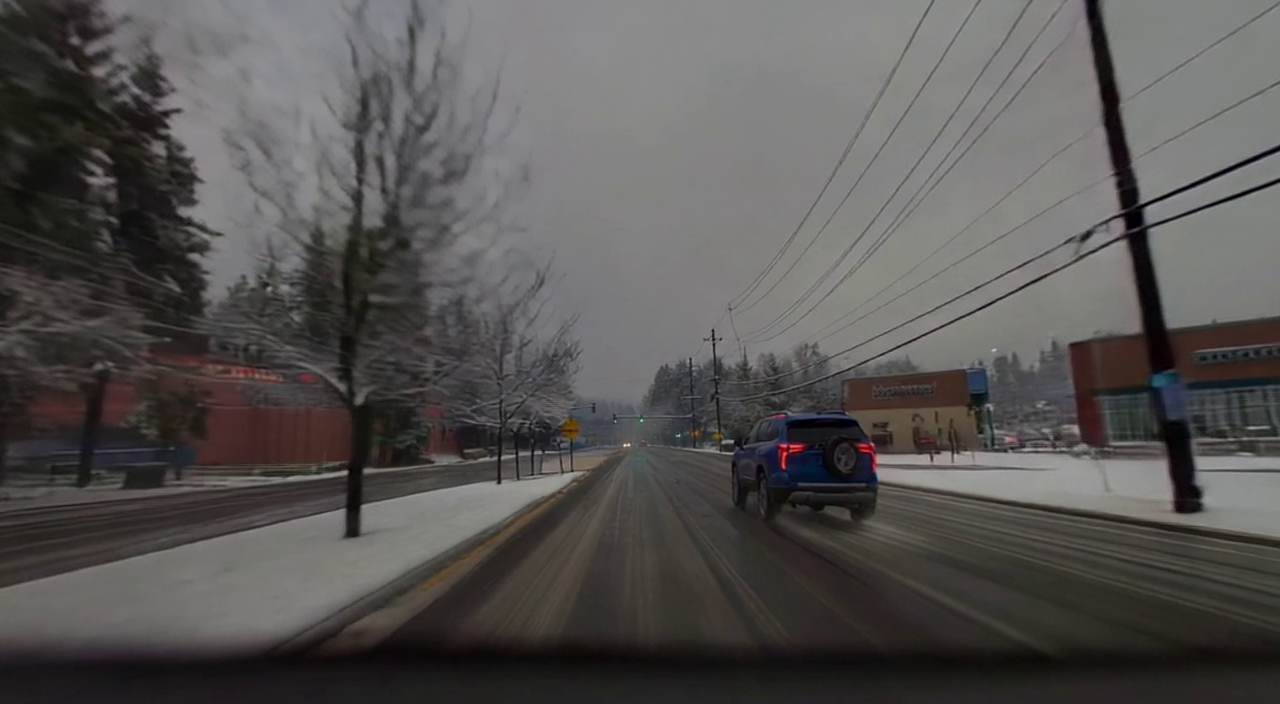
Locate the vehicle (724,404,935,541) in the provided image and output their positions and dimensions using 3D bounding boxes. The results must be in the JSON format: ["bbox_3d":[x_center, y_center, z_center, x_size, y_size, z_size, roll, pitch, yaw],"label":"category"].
[{"bbox_3d":[2.869,1.971,10.924,2.060,1.820,4.713,0,-9,-1],"label":"vehicle"}]
